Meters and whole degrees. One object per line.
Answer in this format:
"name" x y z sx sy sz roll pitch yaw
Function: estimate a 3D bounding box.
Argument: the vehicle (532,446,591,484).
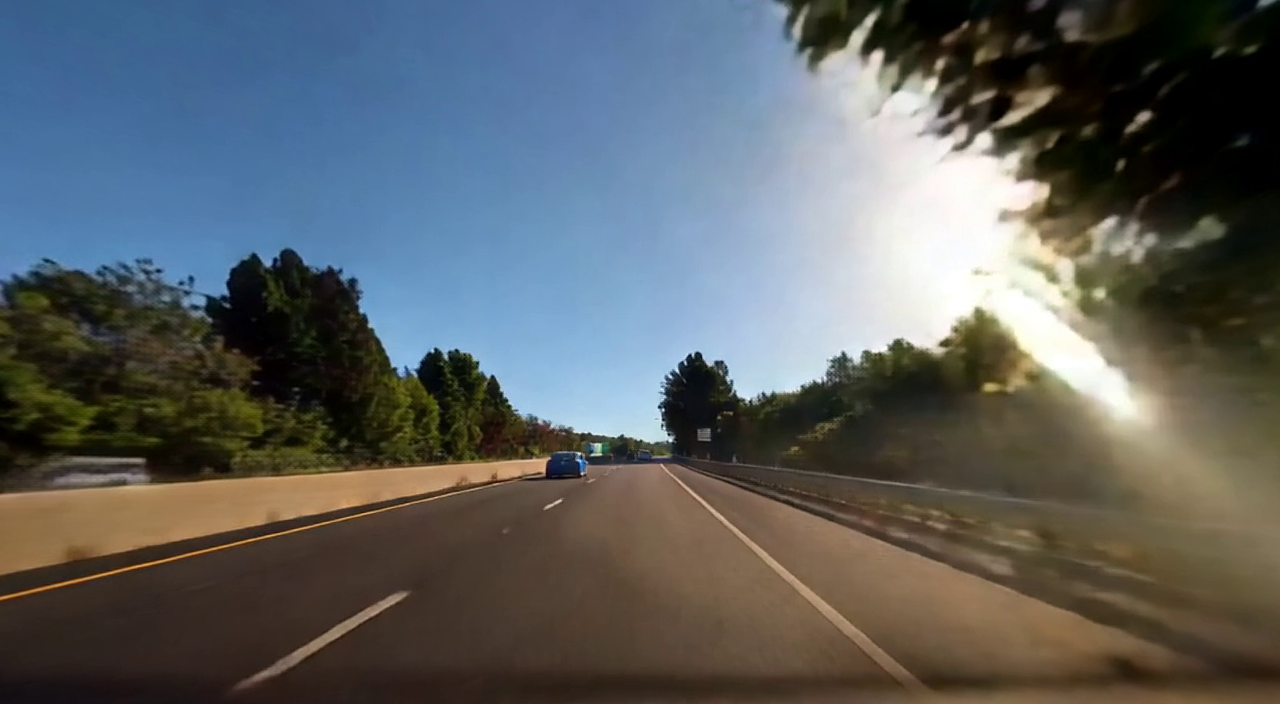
"vehicle" -3.490 5.131 28.857 2.088 1.586 4.000 0 -9 1
